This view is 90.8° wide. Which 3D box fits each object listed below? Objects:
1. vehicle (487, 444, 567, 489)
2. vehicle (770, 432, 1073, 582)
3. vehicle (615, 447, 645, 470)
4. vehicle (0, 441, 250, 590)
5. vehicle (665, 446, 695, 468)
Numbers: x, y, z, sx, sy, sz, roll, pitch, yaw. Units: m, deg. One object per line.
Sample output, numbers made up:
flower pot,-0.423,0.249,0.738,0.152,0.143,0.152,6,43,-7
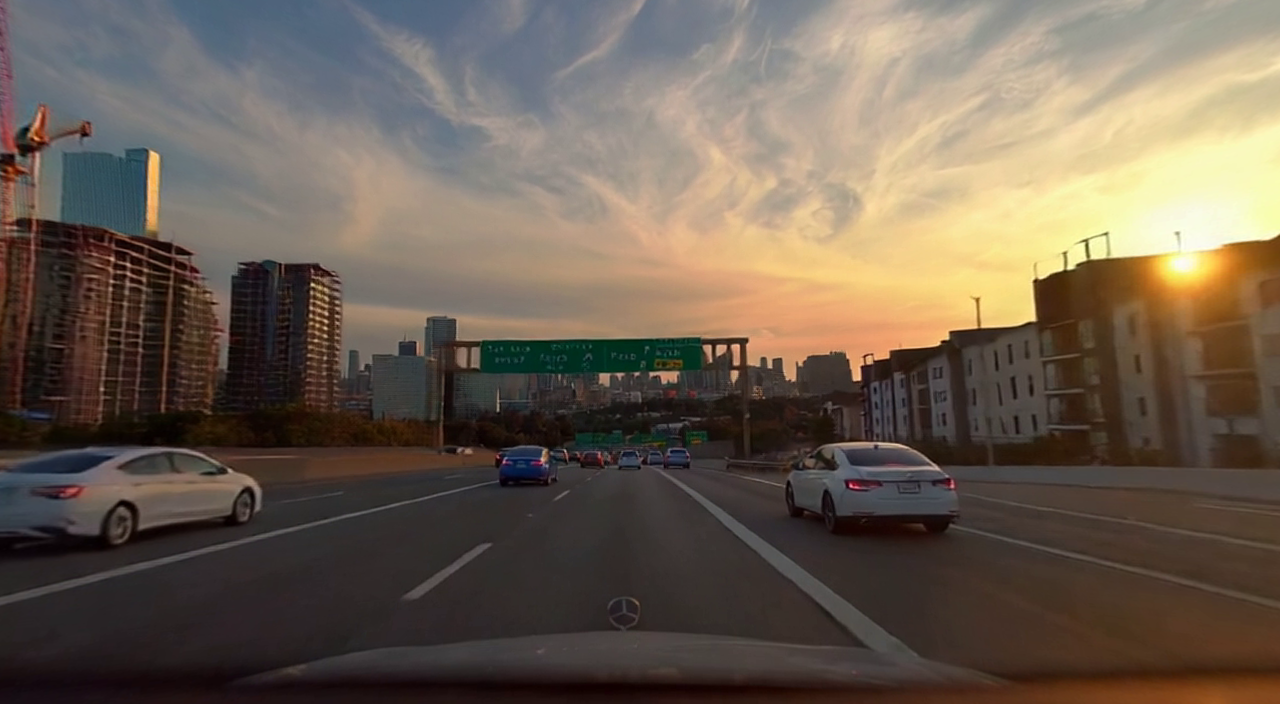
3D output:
vehicle,-4.076,4.184,23.555,2.136,1.512,4.488,0,-8,0
vehicle,3.323,1.896,8.684,1.995,1.486,4.463,0,-8,-2
vehicle,-0.719,7.437,44.246,2.019,1.472,3.971,0,-8,-1
vehicle,-7.584,1.984,8.516,1.951,1.528,4.209,0,-8,0
vehicle,3.093,8.272,49.788,1.978,1.602,4.092,0,-8,-2
